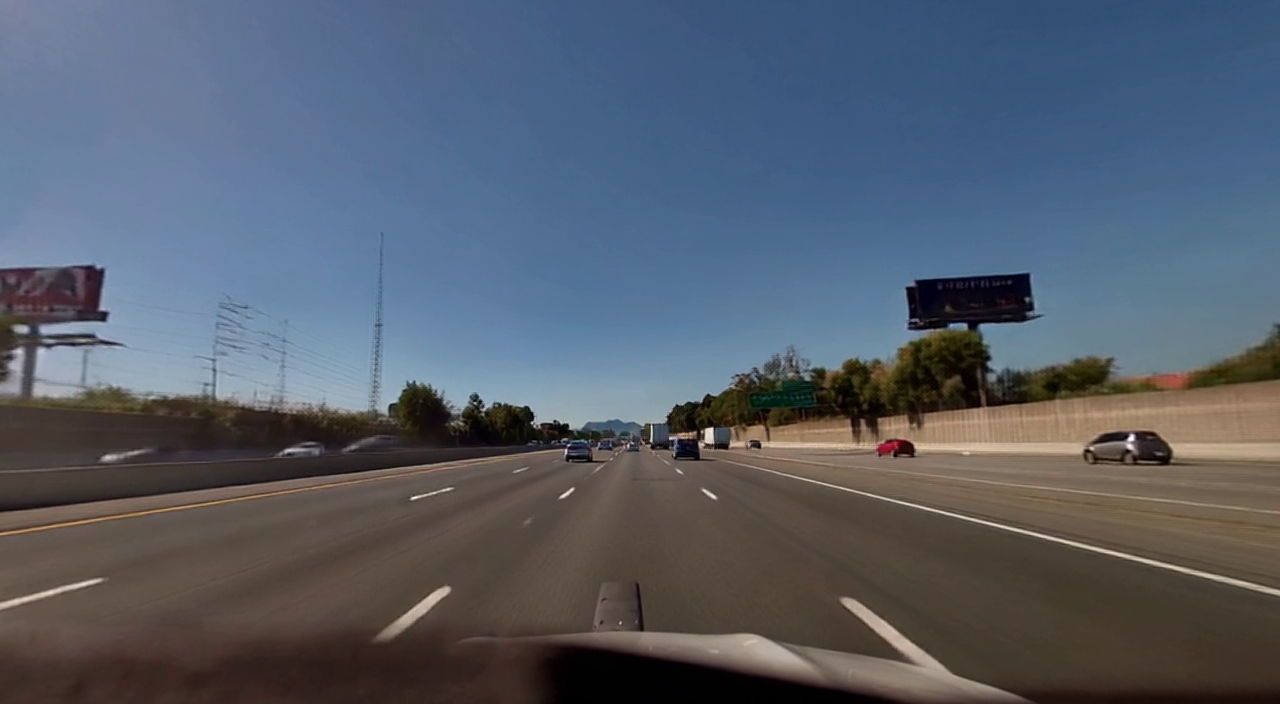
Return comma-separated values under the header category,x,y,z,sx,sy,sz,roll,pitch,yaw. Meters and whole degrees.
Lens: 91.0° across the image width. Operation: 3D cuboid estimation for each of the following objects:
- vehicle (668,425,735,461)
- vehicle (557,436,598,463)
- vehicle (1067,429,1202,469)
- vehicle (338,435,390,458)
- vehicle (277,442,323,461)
category,x,y,z,sx,sy,sz,roll,pitch,yaw
vehicle,3.800,6.230,43.001,3.042,2.004,14.051,0,-8,-1
vehicle,-3.698,5.868,37.969,2.066,1.500,4.415,0,-8,0
vehicle,25.588,5.055,32.815,2.139,1.881,5.005,4,-9,-22
vehicle,-17.861,6.128,40.872,1.696,1.425,3.560,0,-8,0
vehicle,-24.944,7.285,46.249,1.467,1.343,3.337,0,-9,0
